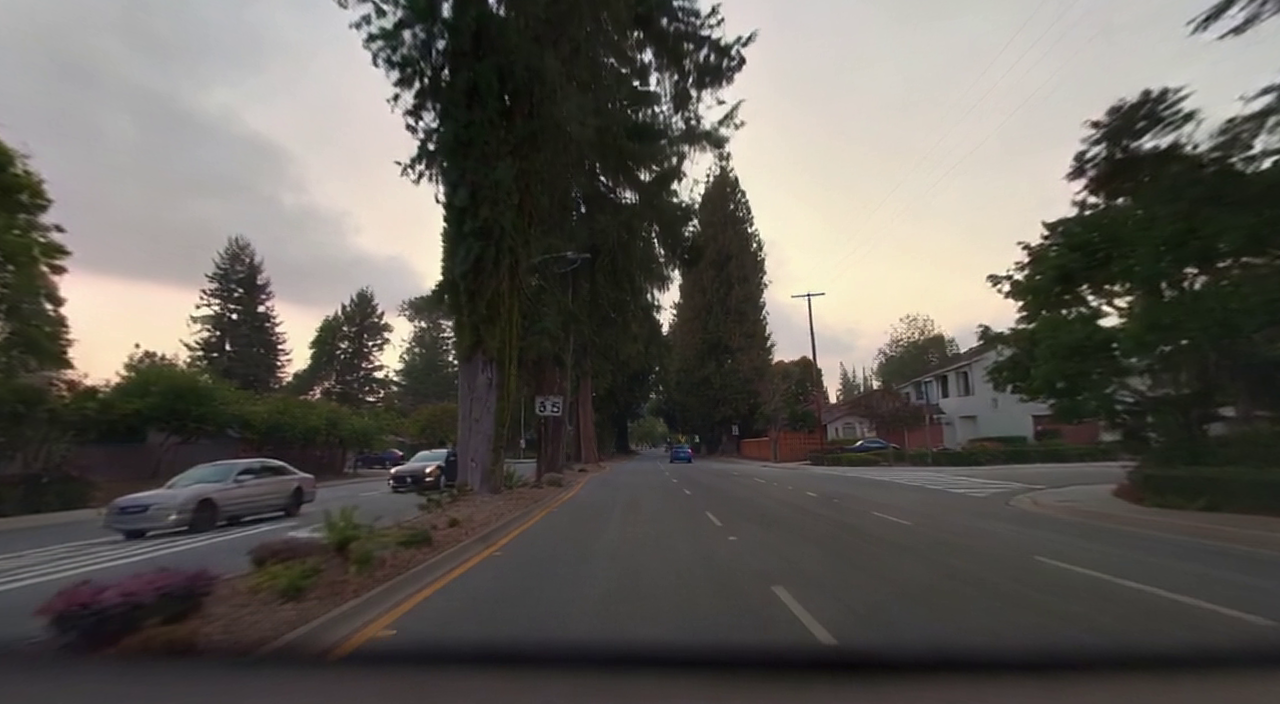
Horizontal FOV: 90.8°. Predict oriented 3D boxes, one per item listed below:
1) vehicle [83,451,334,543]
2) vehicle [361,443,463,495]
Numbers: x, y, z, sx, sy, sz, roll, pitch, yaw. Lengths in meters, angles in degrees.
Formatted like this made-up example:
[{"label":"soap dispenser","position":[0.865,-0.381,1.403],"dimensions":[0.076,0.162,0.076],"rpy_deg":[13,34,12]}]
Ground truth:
[{"label":"vehicle","position":[-8.375,2.800,12.927],"dimensions":[1.939,1.469,4.465],"rpy_deg":[0,-8,1]},{"label":"vehicle","position":[-8.390,4.305,23.739],"dimensions":[2.054,1.746,4.507],"rpy_deg":[0,-8,1]}]
